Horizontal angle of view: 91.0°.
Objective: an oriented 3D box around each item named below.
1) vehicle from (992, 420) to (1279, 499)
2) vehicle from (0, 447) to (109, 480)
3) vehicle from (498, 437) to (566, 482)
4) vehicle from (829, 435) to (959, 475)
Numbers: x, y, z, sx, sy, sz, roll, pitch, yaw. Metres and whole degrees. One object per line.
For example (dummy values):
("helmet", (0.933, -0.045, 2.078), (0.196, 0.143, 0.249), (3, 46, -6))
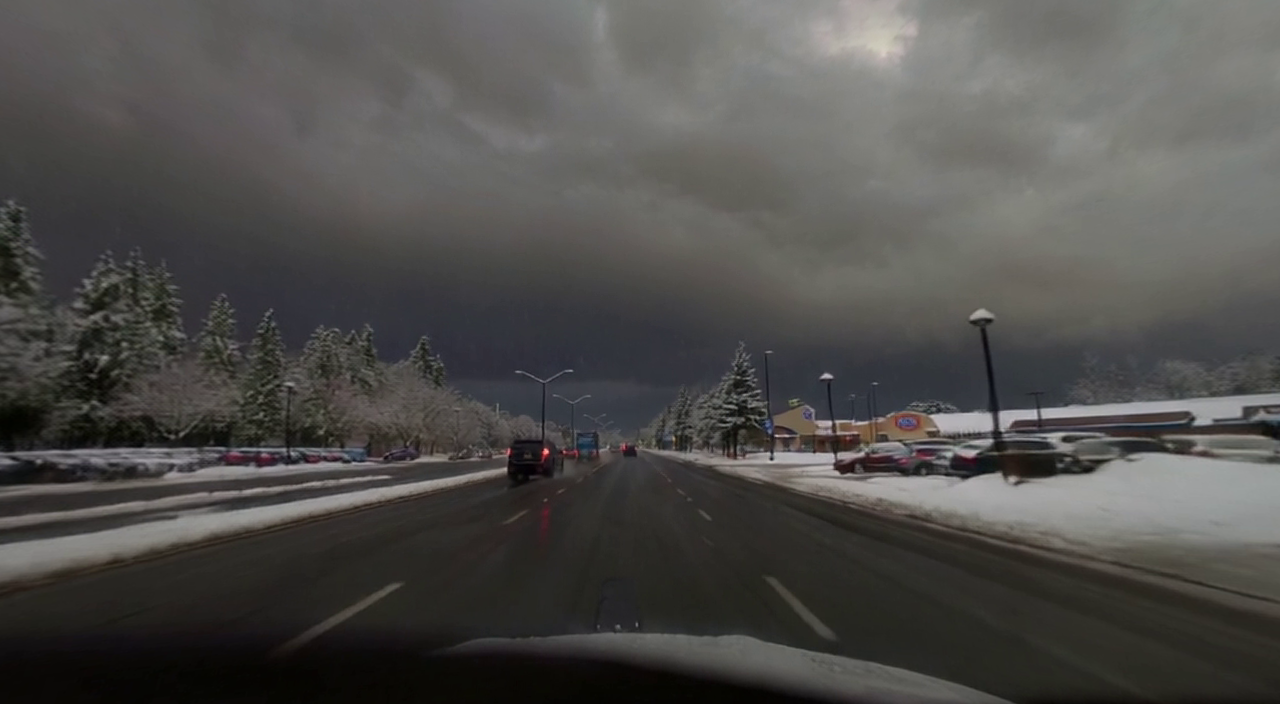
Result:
("vehicle", (12.455, 2.722, 16.206), (5.426, 1.811, 2.193), (-2, -9, 15))
("vehicle", (-33.627, 6.254, 35.461), (5.439, 1.744, 2.107), (0, -9, -1))
("vehicle", (-4.379, 4.445, 26.273), (2.109, 1.672, 4.256), (0, -9, 0))
("vehicle", (12.551, 5.141, 31.320), (5.500, 1.749, 2.057), (-1, -9, -3))
